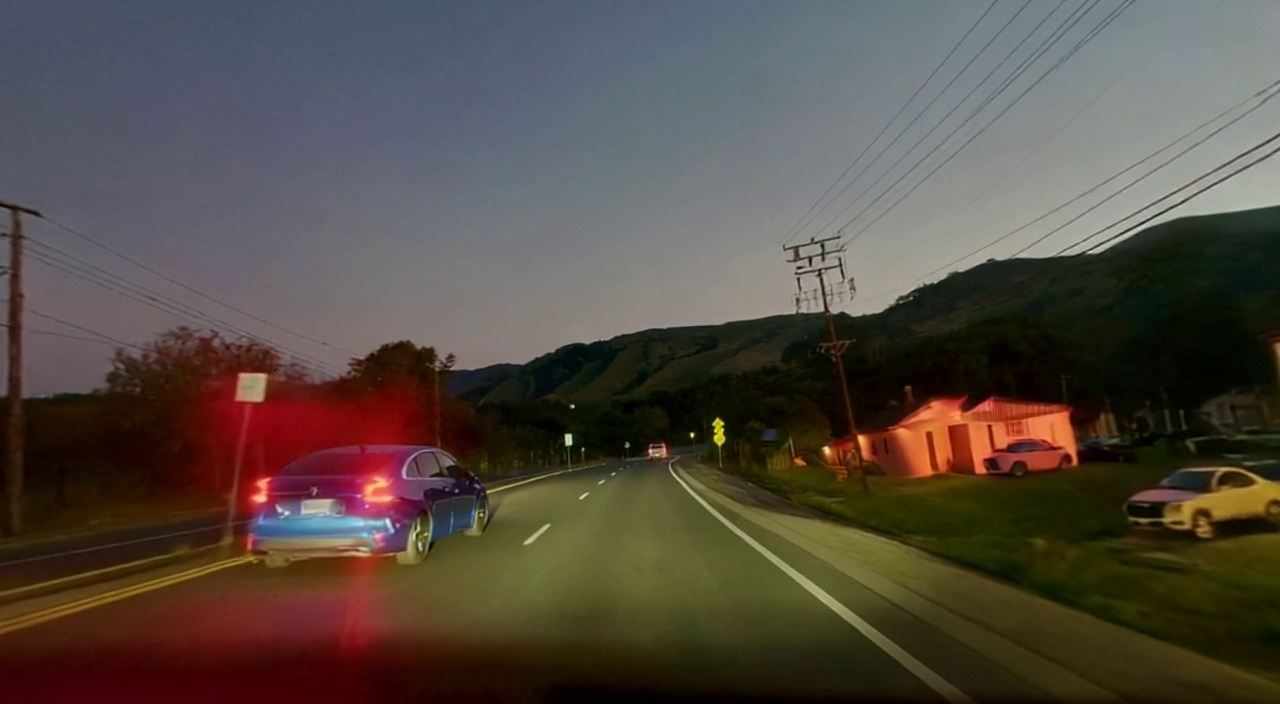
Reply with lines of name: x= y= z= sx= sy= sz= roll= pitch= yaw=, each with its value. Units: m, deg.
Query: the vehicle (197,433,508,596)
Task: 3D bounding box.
vehicle: x=-3.126 y=1.833 z=8.034 sx=1.972 sy=1.496 sz=4.150 roll=0 pitch=-8 yaw=0

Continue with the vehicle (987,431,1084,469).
vehicle: x=24.040 y=5.936 z=38.402 sx=5.478 sy=1.869 sz=2.206 roll=1 pitch=-12 yaw=-26

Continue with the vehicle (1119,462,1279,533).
vehicle: x=16.810 y=4.002 z=17.646 sx=4.995 sy=1.794 sz=2.020 roll=-1 pitch=-9 yaw=4
